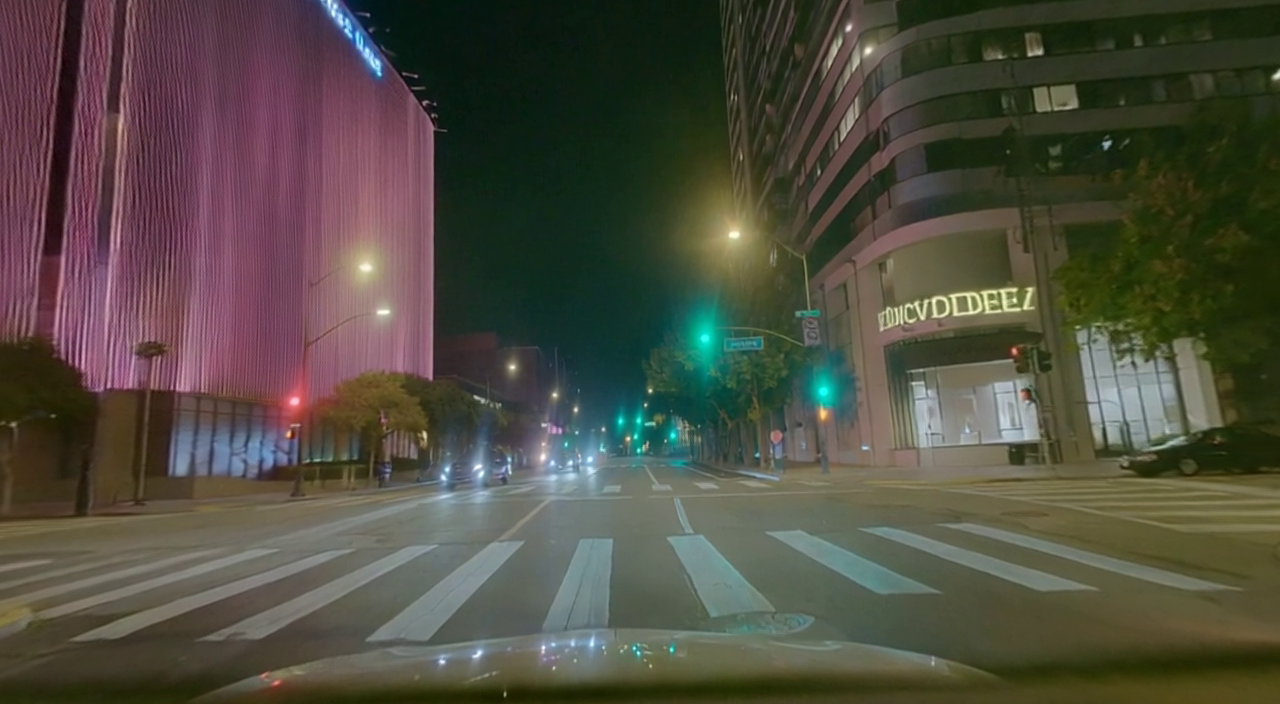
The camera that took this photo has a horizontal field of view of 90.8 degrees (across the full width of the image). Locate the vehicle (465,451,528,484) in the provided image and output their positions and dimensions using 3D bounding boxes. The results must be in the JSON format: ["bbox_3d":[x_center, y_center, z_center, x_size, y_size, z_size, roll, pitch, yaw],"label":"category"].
[{"bbox_3d":[-7.033,5.674,31.355,1.893,1.451,4.276,-1,-9,3],"label":"vehicle"}]
